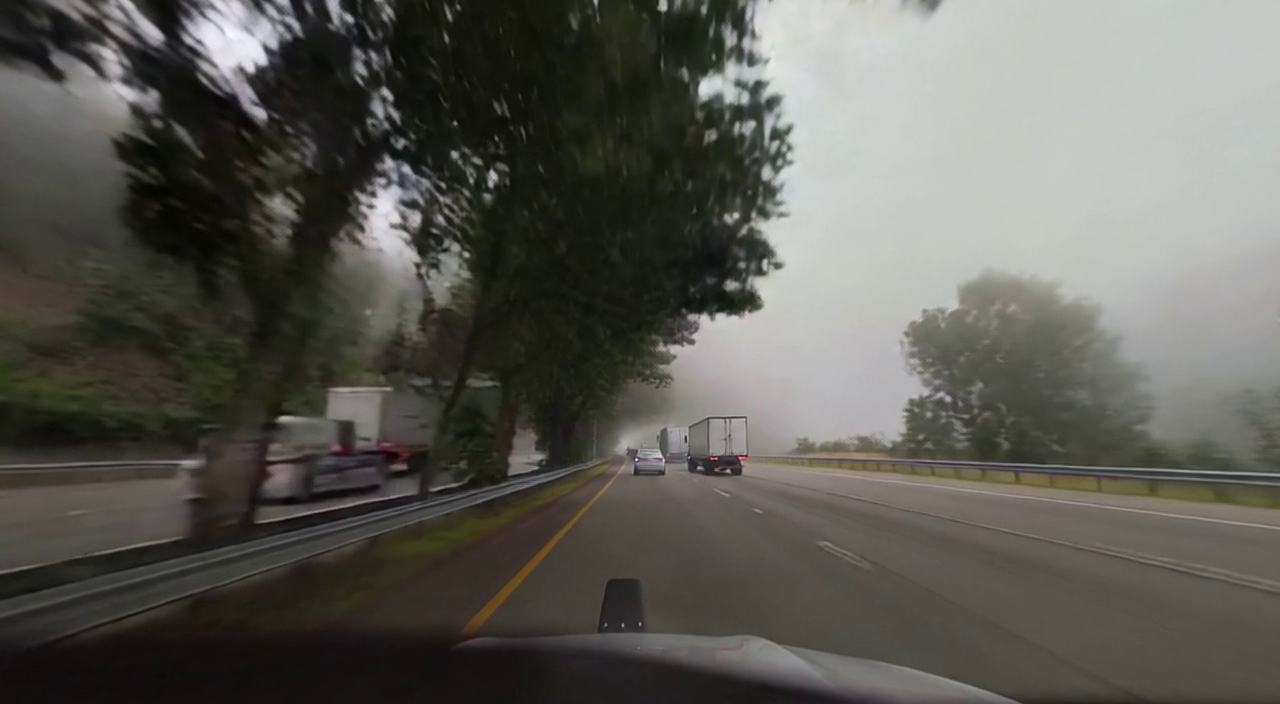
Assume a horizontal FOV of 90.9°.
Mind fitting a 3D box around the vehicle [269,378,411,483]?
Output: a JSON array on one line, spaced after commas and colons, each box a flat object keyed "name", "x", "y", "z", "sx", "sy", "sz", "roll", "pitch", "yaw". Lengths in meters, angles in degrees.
[{"name": "vehicle", "x": -12.080, "y": 3.309, "z": 26.102, "sx": 2.959, "sy": 3.857, "sz": 5.749, "roll": 0, "pitch": -9, "yaw": -1}]

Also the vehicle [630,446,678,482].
[{"name": "vehicle", "x": 0.576, "y": 5.081, "z": 28.954, "sx": 2.069, "sy": 1.523, "sz": 4.012, "roll": 0, "pitch": -9, "yaw": -1}]

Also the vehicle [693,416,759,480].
[{"name": "vehicle", "x": 4.742, "y": 5.503, "z": 36.163, "sx": 2.600, "sy": 3.282, "sz": 7.635, "roll": 0, "pitch": -9, "yaw": -1}]
